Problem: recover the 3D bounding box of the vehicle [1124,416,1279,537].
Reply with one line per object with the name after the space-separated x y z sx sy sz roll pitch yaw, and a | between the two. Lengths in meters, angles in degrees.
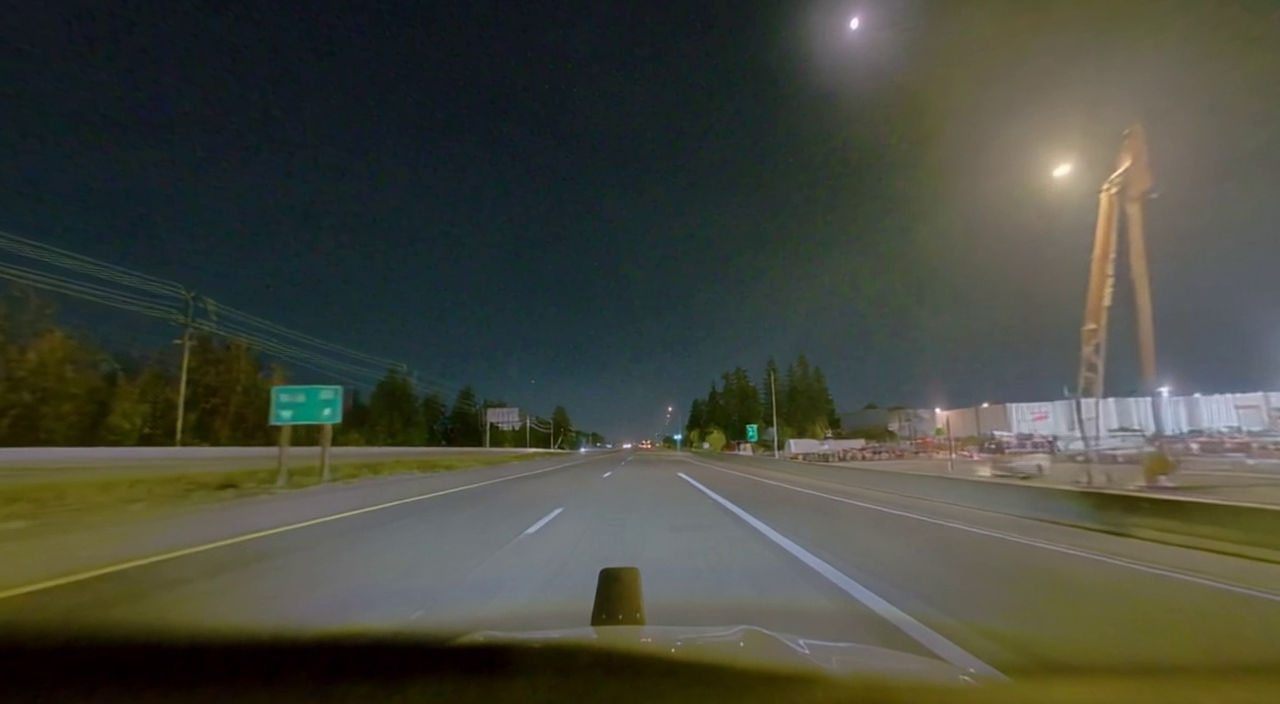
18.592 3.229 17.428 7.989 2.900 2.994 -1 -8 -5 | vehicle
